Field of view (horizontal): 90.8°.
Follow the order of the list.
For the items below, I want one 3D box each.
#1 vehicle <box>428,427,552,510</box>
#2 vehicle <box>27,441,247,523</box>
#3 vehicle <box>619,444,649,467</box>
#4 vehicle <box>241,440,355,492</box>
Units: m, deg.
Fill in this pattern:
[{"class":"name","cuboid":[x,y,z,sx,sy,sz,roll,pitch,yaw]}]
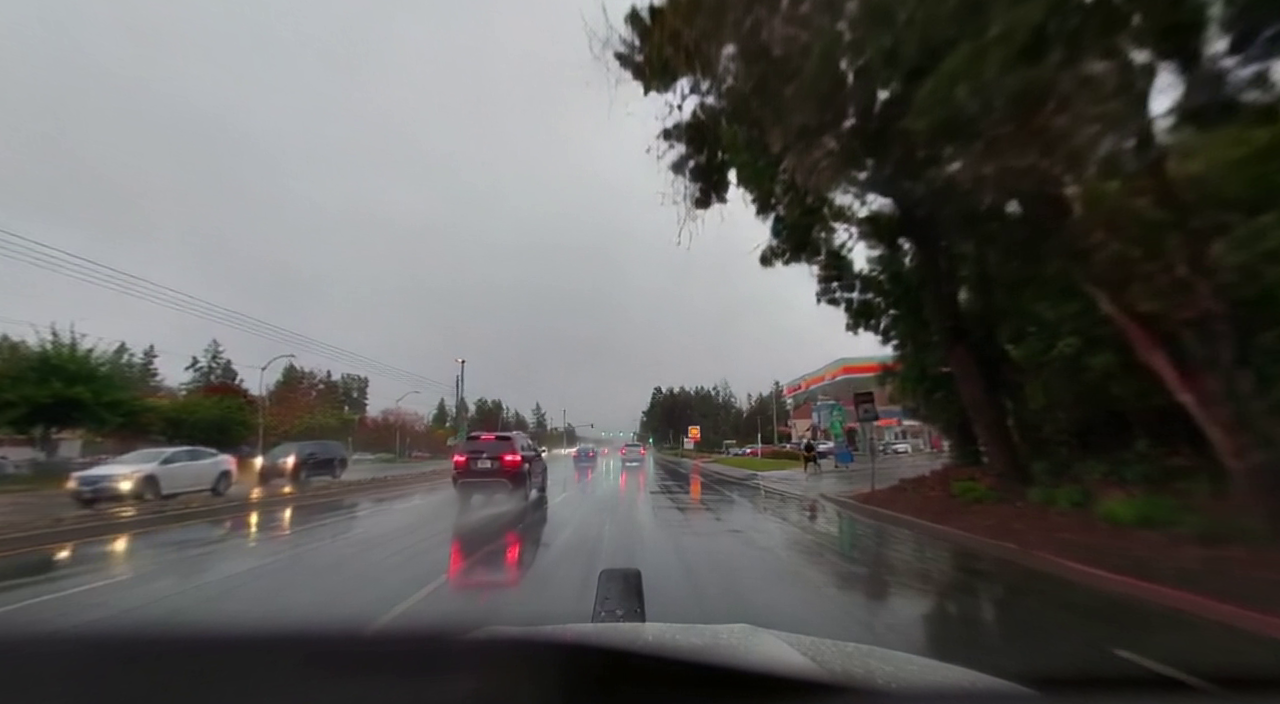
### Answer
[{"class":"vehicle","cuboid":[-3.555,2.845,15.957,1.985,1.772,4.479,0,-8,0]},{"class":"vehicle","cuboid":[-11.839,3.018,15.350,1.861,1.550,4.321,-4,-8,-1]},{"class":"vehicle","cuboid":[-0.421,7.793,47.736,2.190,1.662,4.167,0,-8,1]},{"class":"vehicle","cuboid":[-11.807,3.935,22.172,1.893,1.622,4.161,1,-8,-4]}]
